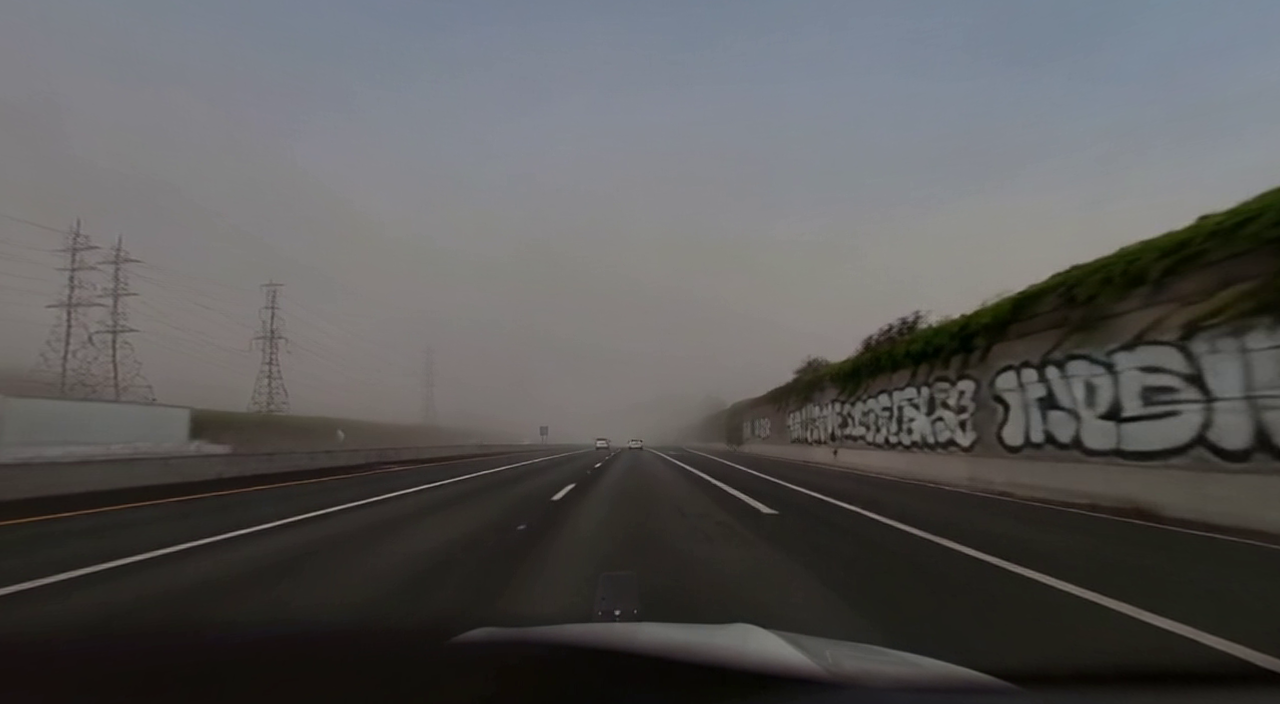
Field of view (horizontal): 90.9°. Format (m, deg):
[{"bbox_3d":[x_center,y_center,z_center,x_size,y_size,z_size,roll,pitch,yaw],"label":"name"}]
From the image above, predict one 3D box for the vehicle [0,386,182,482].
[{"bbox_3d":[-22.851,3.044,23.286,2.898,3.171,12.148,0,-8,-1],"label":"vehicle"}]
